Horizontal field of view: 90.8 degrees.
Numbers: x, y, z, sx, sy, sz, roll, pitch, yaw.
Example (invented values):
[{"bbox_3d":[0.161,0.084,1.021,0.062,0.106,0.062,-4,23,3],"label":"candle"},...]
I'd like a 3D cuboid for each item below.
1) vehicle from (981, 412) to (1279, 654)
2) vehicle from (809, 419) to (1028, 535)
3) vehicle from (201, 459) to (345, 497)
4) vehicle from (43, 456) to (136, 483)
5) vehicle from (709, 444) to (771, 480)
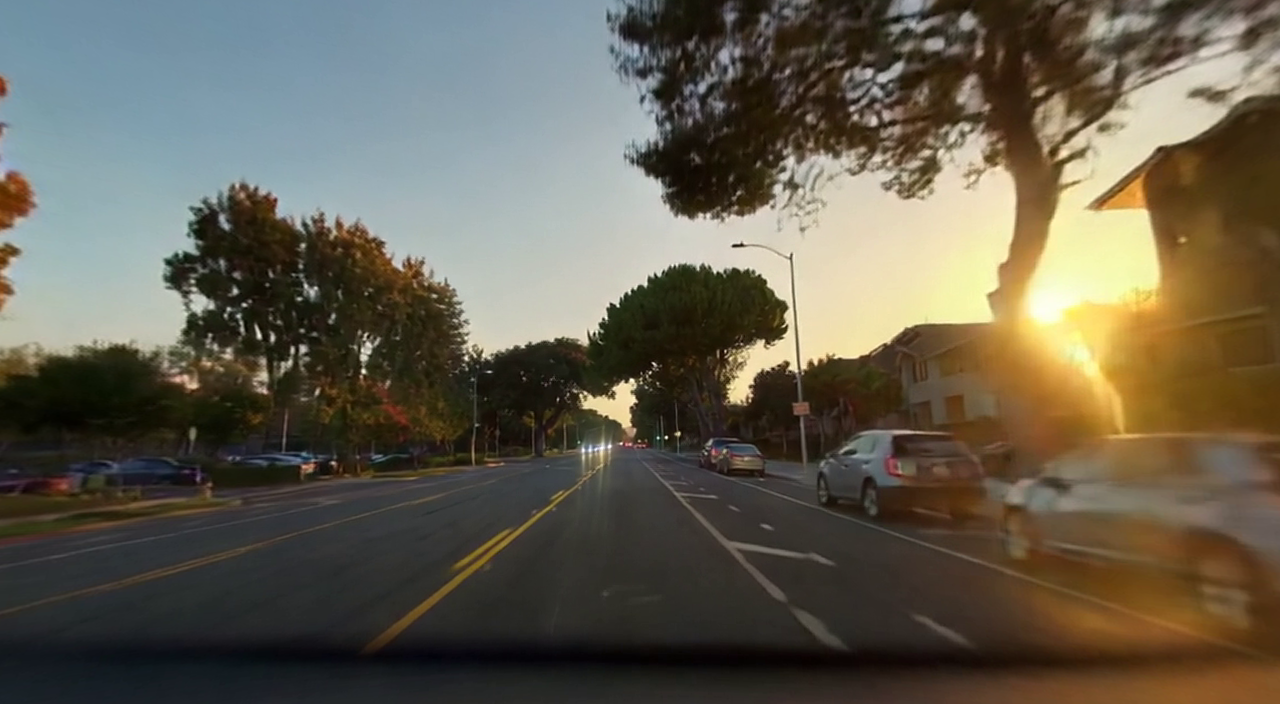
[{"bbox_3d":[4.955,1.342,5.290,1.837,1.532,3.886,0,-8,-3],"label":"vehicle"},{"bbox_3d":[4.771,2.190,11.684,2.028,1.731,4.241,0,-8,-1],"label":"vehicle"},{"bbox_3d":[-15.560,5.357,27.021,4.826,1.491,2.086,1,-8,-4],"label":"vehicle"},{"bbox_3d":[-37.363,7.963,43.021,4.414,1.651,1.912,5,-10,-31],"label":"vehicle"},{"bbox_3d":[4.298,4.778,27.848,1.935,1.433,4.241,0,-8,-2],"label":"vehicle"}]
